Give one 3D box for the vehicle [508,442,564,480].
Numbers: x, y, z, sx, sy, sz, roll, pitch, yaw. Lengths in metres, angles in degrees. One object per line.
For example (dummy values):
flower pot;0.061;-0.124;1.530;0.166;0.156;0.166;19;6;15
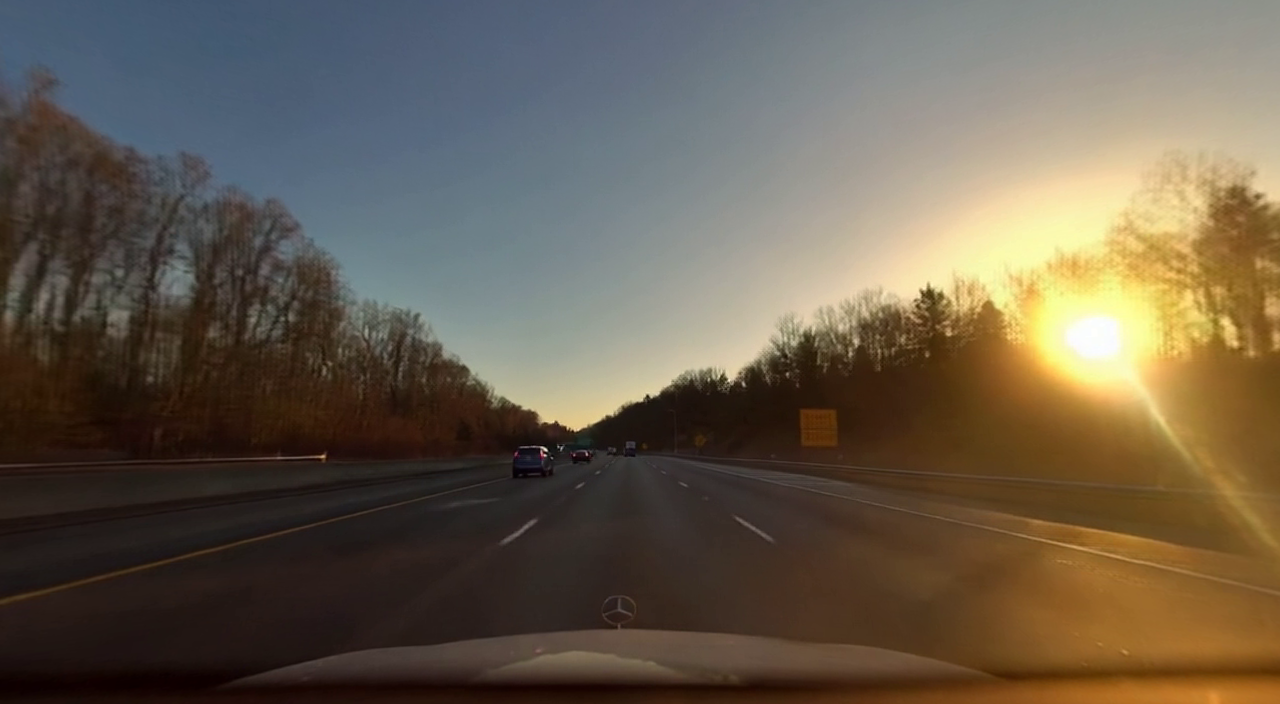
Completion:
vehicle;-5.103;5.409;31.378;2.151;1.693;4.201;0;-9;-1
